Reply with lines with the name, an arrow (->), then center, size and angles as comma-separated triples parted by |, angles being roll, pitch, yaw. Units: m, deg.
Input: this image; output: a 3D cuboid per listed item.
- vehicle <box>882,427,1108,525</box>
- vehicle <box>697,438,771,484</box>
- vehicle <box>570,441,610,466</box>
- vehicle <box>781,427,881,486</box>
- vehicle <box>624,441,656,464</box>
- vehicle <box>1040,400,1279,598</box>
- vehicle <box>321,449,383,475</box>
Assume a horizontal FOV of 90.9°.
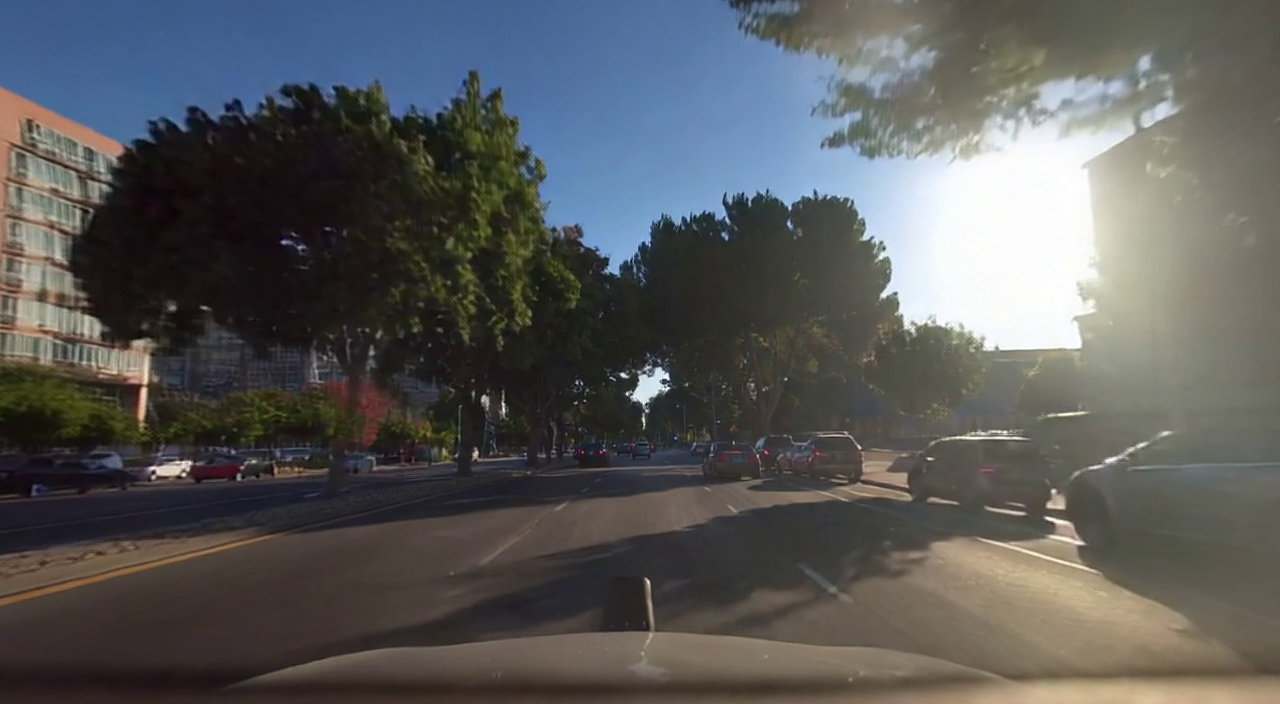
vehicle -> 6.849, 2.421, 12.853 | 2.072, 1.631, 4.246 | 0, -8, -1
vehicle -> 3.285, 3.924, 22.942 | 1.990, 1.486, 4.431 | 0, -8, 0
vehicle -> -3.085, 6.406, 39.800 | 2.082, 1.467, 4.379 | 0, -8, 1
vehicle -> 6.838, 3.810, 23.265 | 2.215, 1.909, 4.875 | 0, -8, 1
vehicle -> 0.038, 6.895, 43.217 | 2.101, 1.480, 3.929 | -1, -8, 2
vehicle -> 6.763, 1.451, 6.563 | 2.023, 1.758, 4.795 | 0, -8, 0
vehicle -> -18.693, 7.142, 41.157 | 1.864, 1.458, 4.598 | -4, -8, 1
